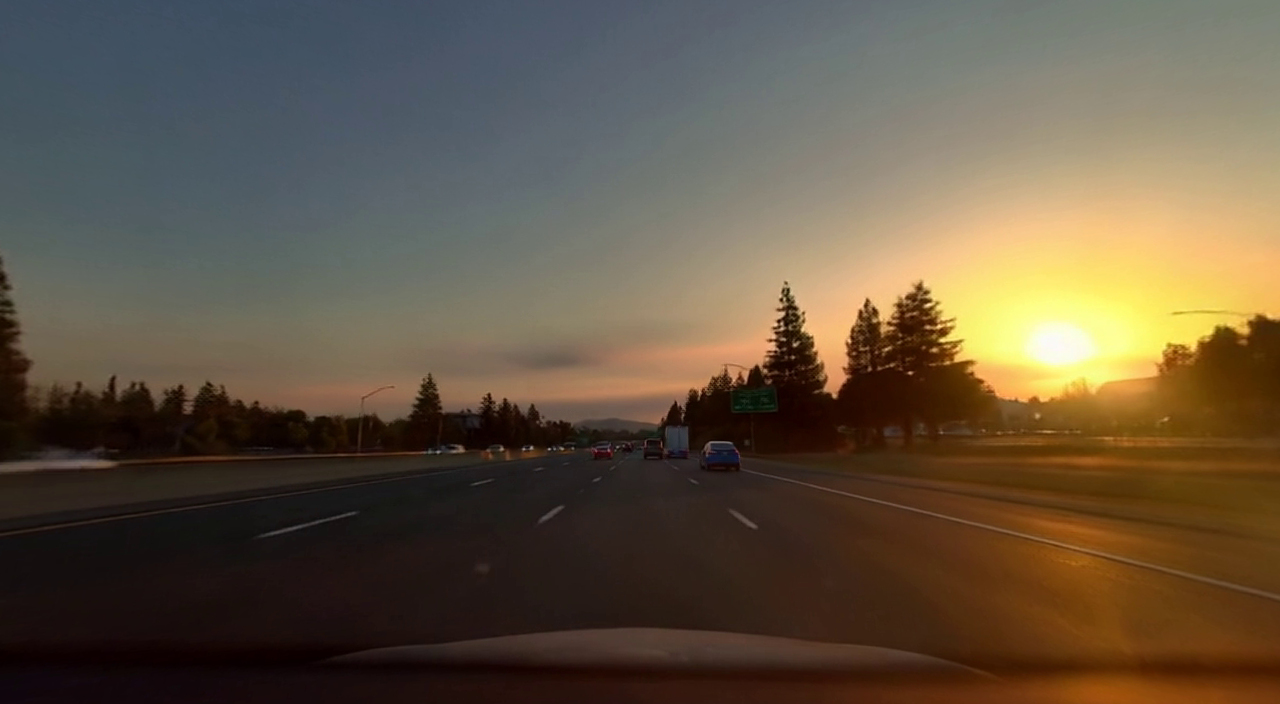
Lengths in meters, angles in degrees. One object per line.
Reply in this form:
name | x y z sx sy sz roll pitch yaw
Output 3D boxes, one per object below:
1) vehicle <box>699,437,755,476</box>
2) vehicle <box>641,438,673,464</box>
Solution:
vehicle | 4.079 4.972 30.143 2.082 1.720 4.393 0 -9 0
vehicle | 1.214 7.378 46.933 2.205 1.785 4.423 0 -9 0
